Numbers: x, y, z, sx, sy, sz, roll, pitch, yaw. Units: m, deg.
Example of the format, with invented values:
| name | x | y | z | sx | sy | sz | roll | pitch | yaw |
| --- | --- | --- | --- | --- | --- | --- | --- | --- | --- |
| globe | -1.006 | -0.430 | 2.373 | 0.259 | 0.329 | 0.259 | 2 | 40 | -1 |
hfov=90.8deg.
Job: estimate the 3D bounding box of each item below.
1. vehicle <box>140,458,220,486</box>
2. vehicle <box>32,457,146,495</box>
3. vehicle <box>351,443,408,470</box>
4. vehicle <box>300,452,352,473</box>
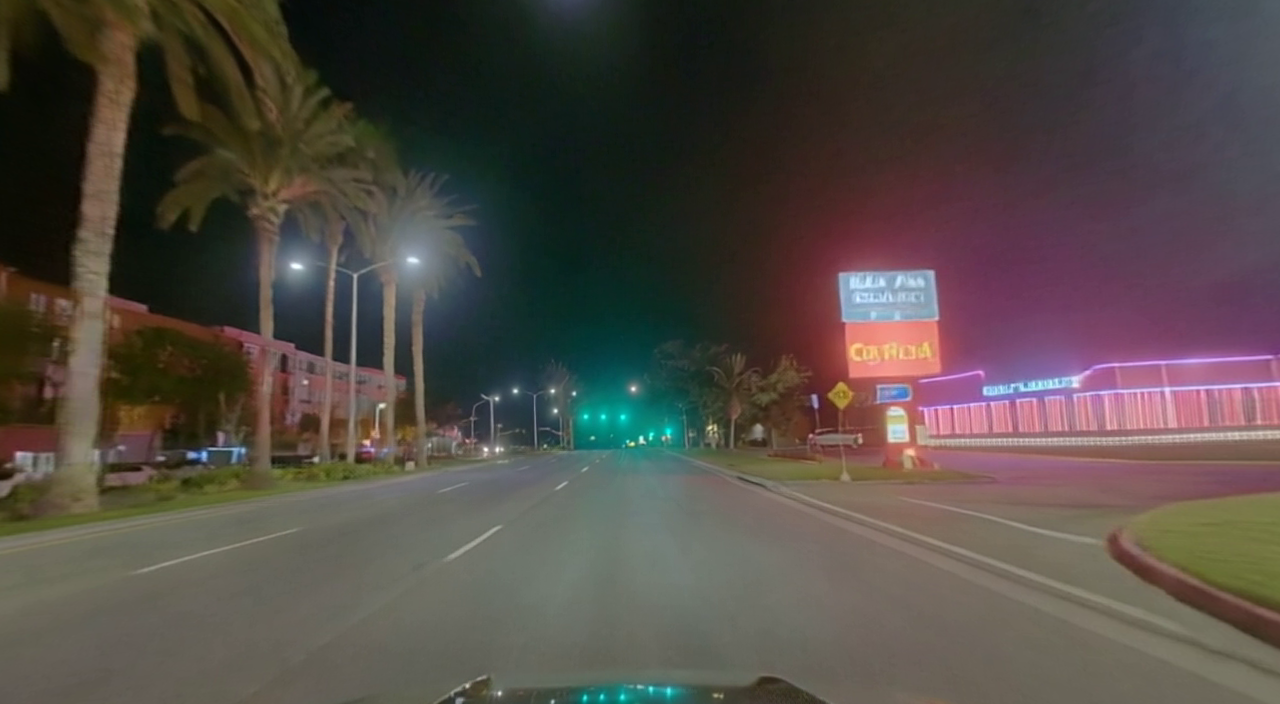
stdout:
| name | x | y | z | sx | sy | sz | roll | pitch | yaw |
| --- | --- | --- | --- | --- | --- | --- | --- | --- | --- |
| vehicle | -27.632 | 7.187 | 38.093 | 1.771 | 1.494 | 4.088 | -1 | -8 | -1 |
| vehicle | -27.406 | 6.145 | 31.663 | 1.938 | 1.667 | 4.364 | 0 | -8 | -4 |
| vehicle | -17.550 | 7.049 | 42.744 | 2.019 | 1.694 | 4.401 | 0 | -8 | -1 |
| vehicle | -24.563 | 8.622 | 49.576 | 1.837 | 1.492 | 4.629 | 0 | -8 | -2 |
